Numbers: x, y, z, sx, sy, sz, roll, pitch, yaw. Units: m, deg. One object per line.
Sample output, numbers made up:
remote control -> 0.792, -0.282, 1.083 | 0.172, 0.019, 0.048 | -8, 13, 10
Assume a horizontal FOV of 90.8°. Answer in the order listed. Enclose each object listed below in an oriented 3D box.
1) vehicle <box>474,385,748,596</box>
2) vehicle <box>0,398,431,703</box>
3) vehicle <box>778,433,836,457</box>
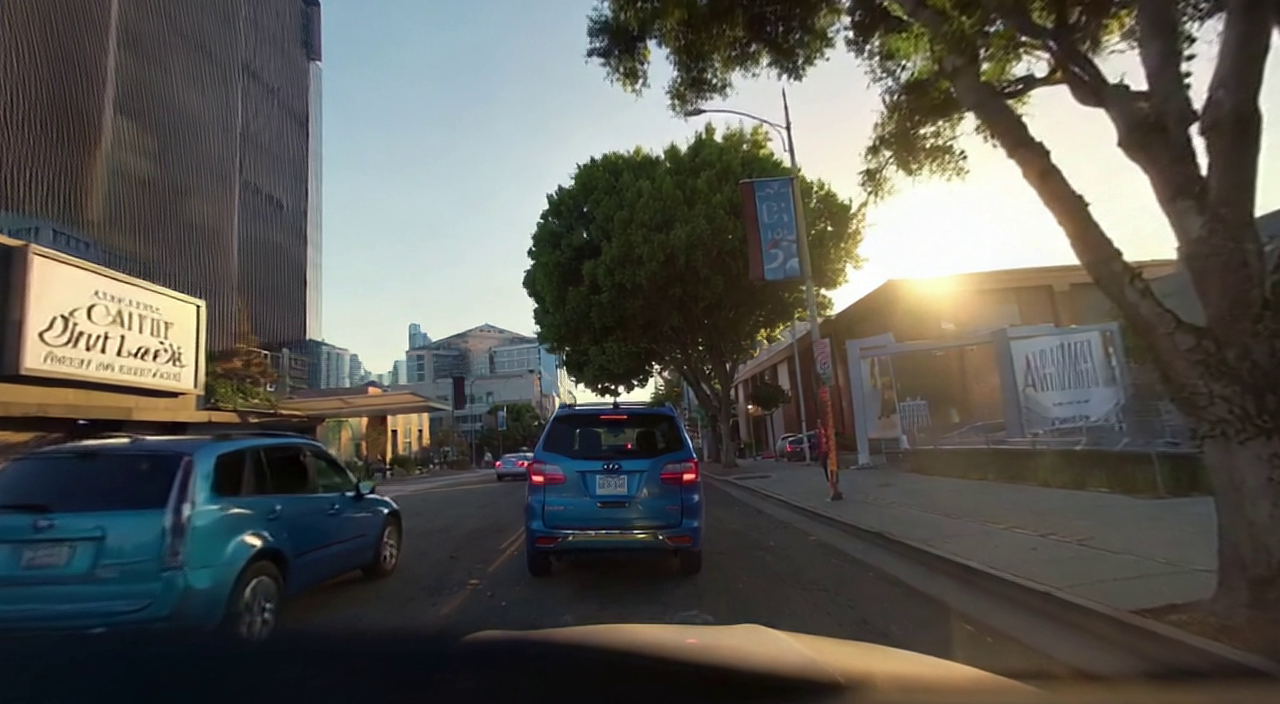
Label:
vehicle -> -0.352, 1.595, 8.132 | 2.531, 1.930, 4.382 | 0, -8, -2
vehicle -> -3.477, 1.391, 5.434 | 1.971, 1.658, 4.428 | 0, -8, -2
vehicle -> 10.524, 5.856, 39.620 | 1.877, 1.416, 3.965 | -8, -11, 42
